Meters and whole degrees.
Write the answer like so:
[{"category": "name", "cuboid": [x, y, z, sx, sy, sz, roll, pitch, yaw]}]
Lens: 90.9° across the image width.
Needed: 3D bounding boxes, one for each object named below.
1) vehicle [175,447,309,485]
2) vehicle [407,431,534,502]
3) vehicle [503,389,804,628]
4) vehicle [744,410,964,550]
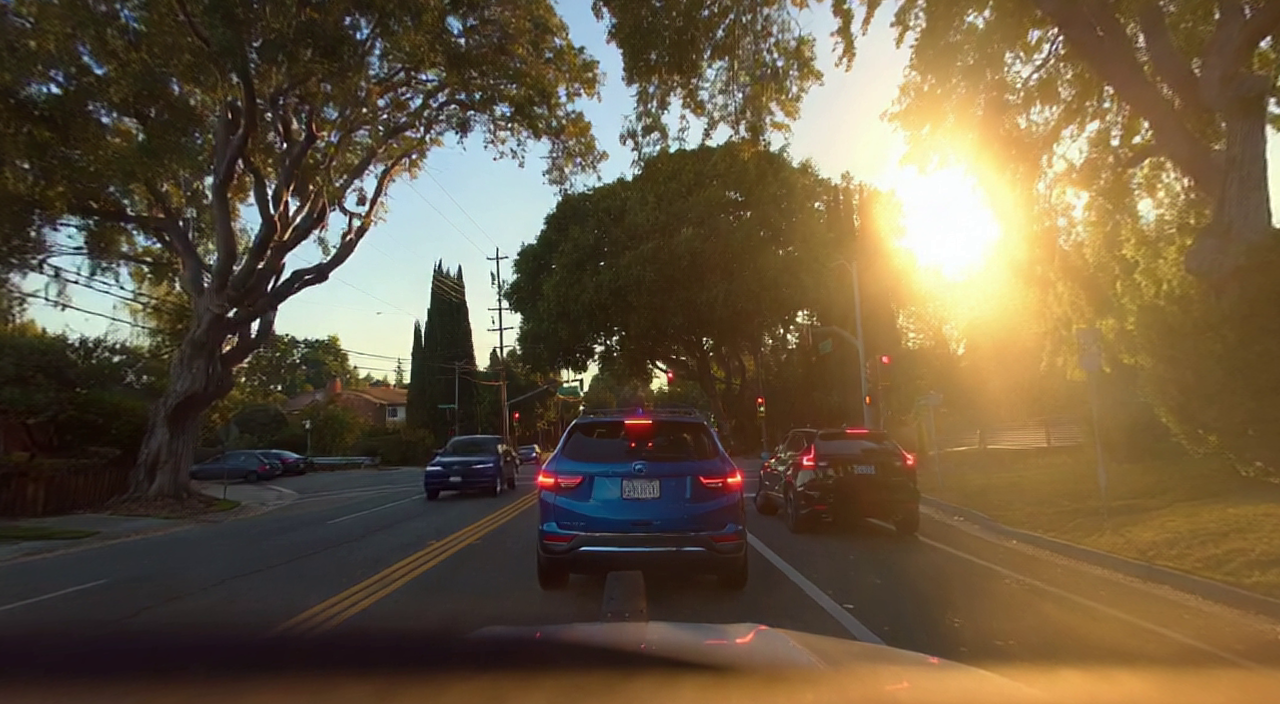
[{"category": "vehicle", "cuboid": [-16.145, 4.639, 25.717, 4.245, 1.446, 1.827, 0, -8, 1]}, {"category": "vehicle", "cuboid": [-4.540, 3.141, 17.775, 2.292, 1.711, 4.541, 0, -8, 0]}, {"category": "vehicle", "cuboid": [0.066, 1.424, 6.660, 2.151, 1.695, 4.100, 0, -8, -1]}, {"category": "vehicle", "cuboid": [3.080, 1.935, 10.208, 1.967, 1.756, 4.281, 0, -8, -1]}]
